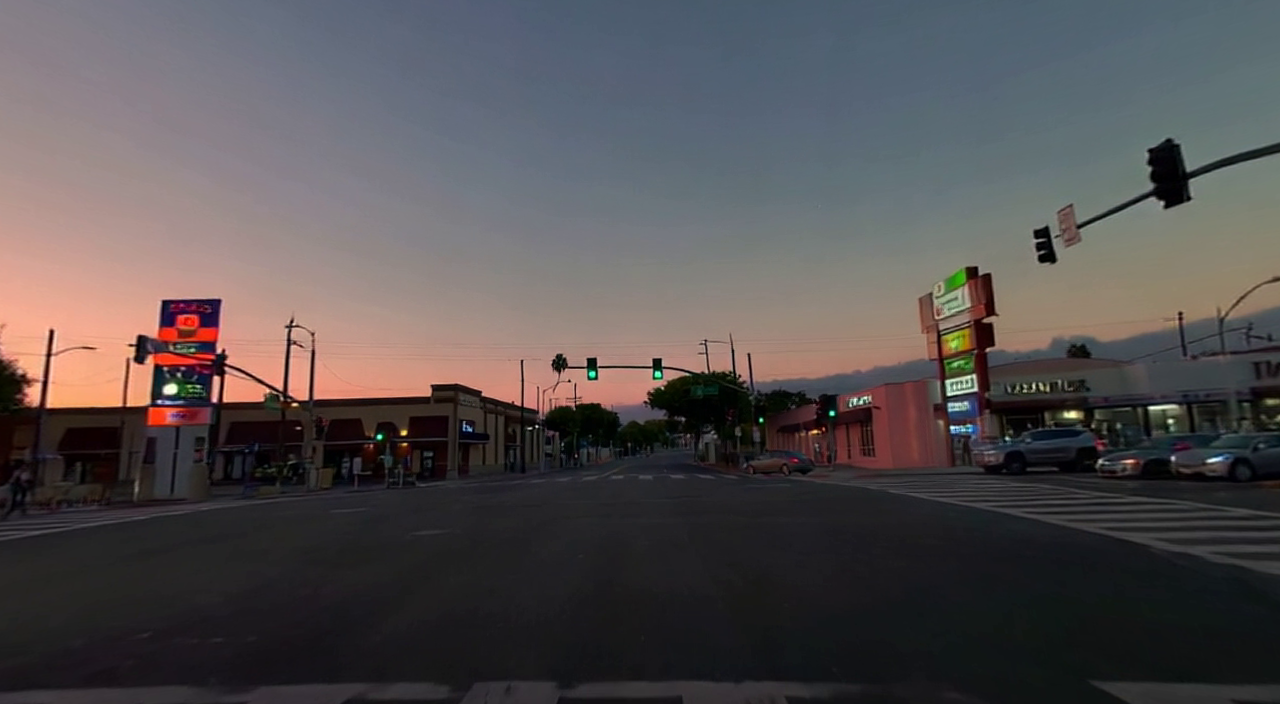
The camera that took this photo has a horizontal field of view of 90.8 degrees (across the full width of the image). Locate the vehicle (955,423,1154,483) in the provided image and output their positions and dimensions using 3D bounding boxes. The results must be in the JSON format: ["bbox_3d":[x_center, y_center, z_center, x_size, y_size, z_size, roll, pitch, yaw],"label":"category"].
[{"bbox_3d":[12.990,3.225,20.248,4.916,1.730,1.986,-4,-9,22],"label":"vehicle"}]

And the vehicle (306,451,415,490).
[{"bbox_3d":[-21.295,9.016,48.444,6.991,2.792,2.607,0,-8,-3],"label":"vehicle"}]

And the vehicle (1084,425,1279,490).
[{"bbox_3d":[14.409,2.643,15.907,4.835,1.487,1.913,-4,-9,20],"label":"vehicle"}]

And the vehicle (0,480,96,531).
[{"bbox_3d":[-21.150,5.031,20.919,4.676,1.463,1.909,-1,-8,6],"label":"vehicle"}]

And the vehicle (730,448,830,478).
[{"bbox_3d":[7.418,5.878,33.650,4.728,1.468,2.083,-7,-11,37],"label":"vehicle"}]
